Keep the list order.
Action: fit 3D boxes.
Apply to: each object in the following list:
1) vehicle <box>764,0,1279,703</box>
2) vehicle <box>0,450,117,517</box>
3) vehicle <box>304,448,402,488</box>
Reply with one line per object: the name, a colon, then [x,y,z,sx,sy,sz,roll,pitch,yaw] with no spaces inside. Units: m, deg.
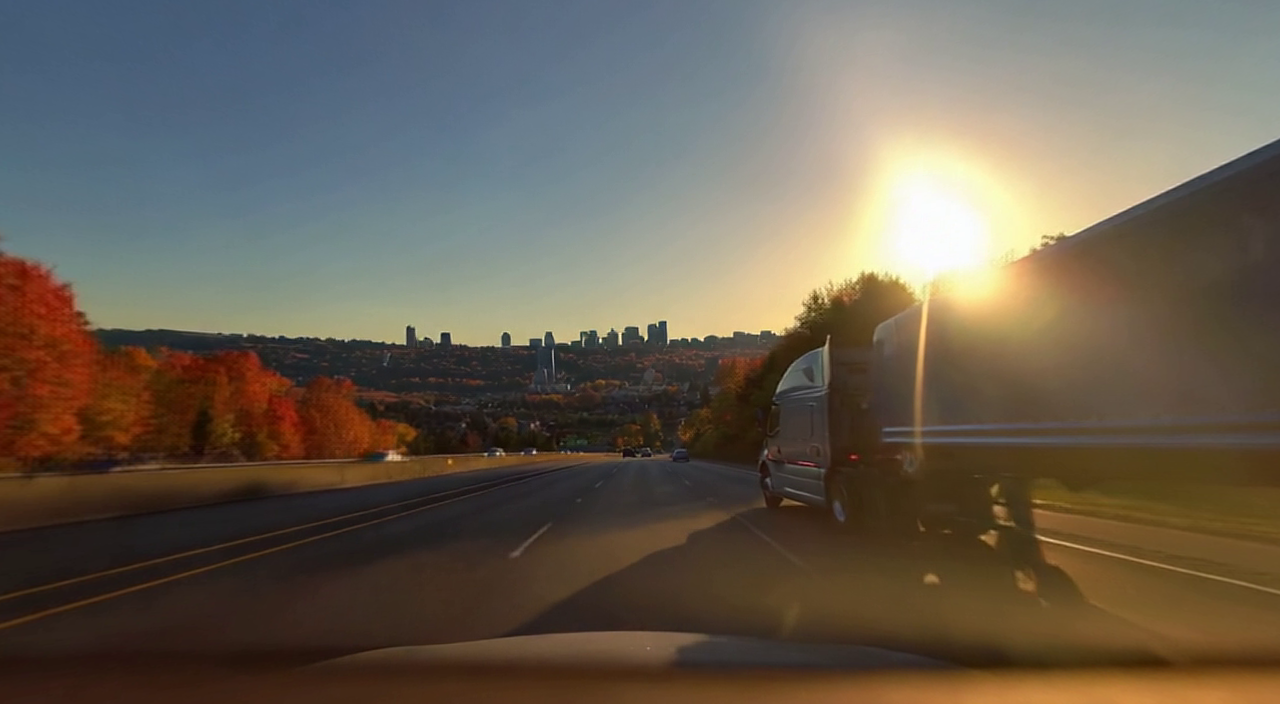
vehicle: [4.143,0.051,4.514,3.003,3.880,16.814,0,-9,0]
vehicle: [-15.430,3.116,15.036,1.881,1.512,4.433,0,-9,0]
vehicle: [-11.857,4.814,26.293,1.914,1.511,4.556,0,-9,0]
